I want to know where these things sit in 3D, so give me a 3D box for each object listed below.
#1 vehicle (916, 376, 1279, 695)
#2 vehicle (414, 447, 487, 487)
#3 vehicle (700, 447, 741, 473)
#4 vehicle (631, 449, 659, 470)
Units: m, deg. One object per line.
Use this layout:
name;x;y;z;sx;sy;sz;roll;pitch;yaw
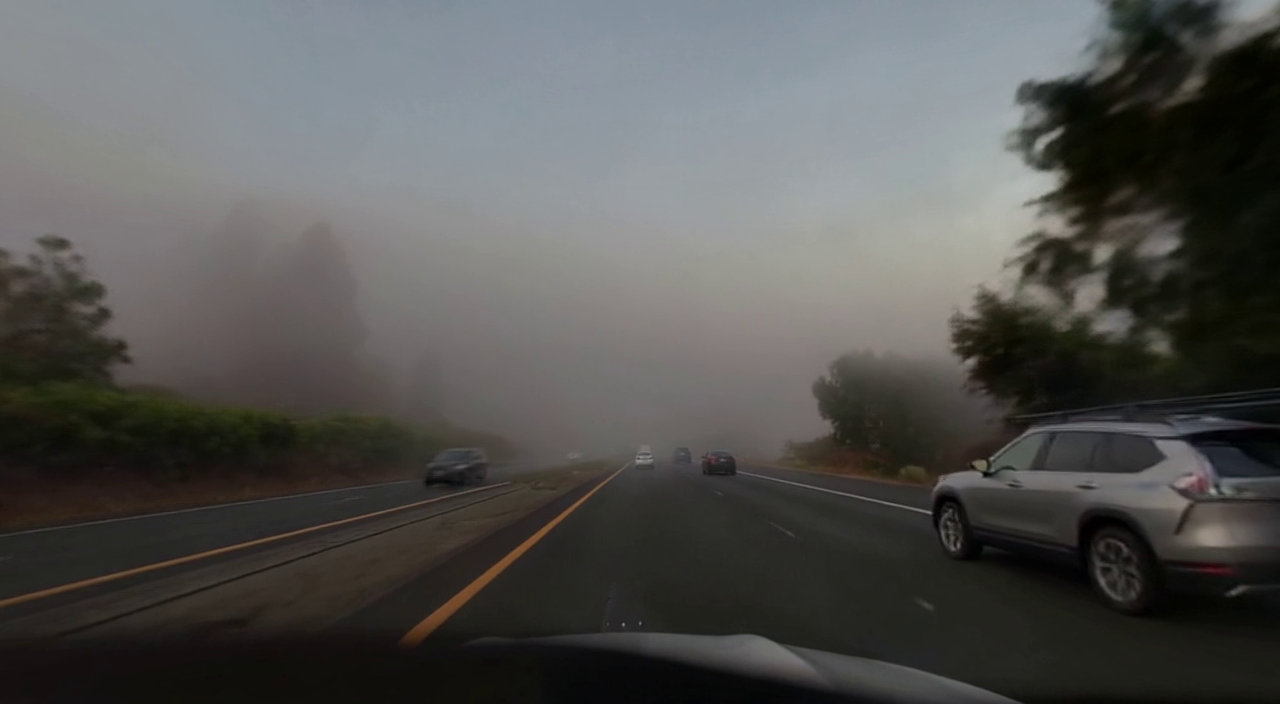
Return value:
vehicle;4.218;1.233;5.211;1.978;1.604;4.128;0;-9;0
vehicle;-8.775;5.354;29.590;2.087;1.687;4.227;0;-9;0
vehicle;4.888;6.595;38.663;1.964;1.513;3.707;0;-9;-1
vehicle;0.351;7.863;46.280;1.991;1.459;3.769;0;-9;0
